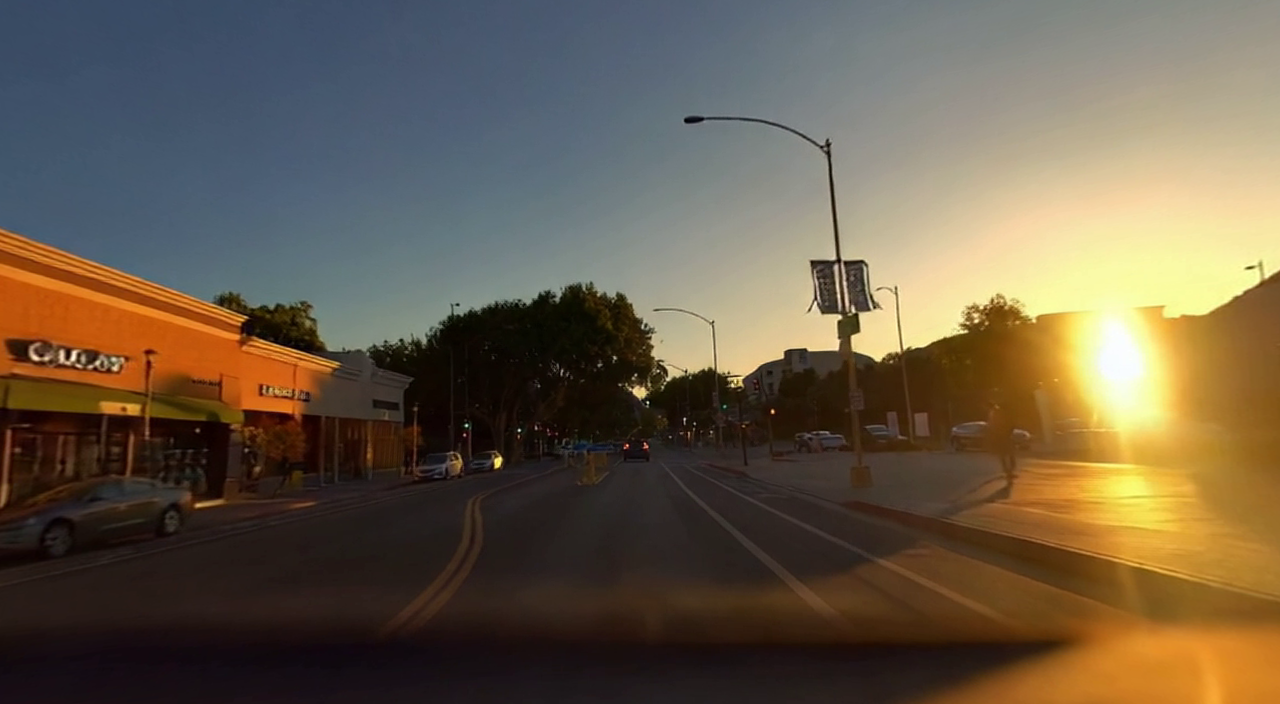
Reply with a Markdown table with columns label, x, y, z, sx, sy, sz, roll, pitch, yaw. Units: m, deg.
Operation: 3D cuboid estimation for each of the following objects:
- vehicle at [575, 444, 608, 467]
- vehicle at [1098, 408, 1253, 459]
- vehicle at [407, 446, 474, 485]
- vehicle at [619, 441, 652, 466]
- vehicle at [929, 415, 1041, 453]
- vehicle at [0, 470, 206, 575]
| label | x | y | z | sx | sy | sz | roll | pitch | yaw |
| --- | --- | --- | --- | --- | --- | --- | --- | --- | --- |
| vehicle | -3.223 | 6.950 | 42.664 | 1.987 | 1.461 | 4.228 | 0 | -8 | -1 |
| vehicle | 17.048 | 2.695 | 20.459 | 1.773 | 1.446 | 4.421 | -2 | -9 | 10 |
| vehicle | -10.873 | 6.183 | 34.786 | 2.033 | 1.930 | 4.786 | 0 | -8 | 1 |
| vehicle | -0.281 | 6.866 | 42.802 | 2.105 | 1.611 | 3.750 | 0 | -8 | 0 |
| vehicle | 16.745 | 4.006 | 30.854 | 4.135 | 1.753 | 2.122 | 0 | -8 | 1 |
| vehicle | -10.966 | 3.130 | 12.319 | 1.828 | 1.470 | 4.523 | 0 | -8 | -1 |
